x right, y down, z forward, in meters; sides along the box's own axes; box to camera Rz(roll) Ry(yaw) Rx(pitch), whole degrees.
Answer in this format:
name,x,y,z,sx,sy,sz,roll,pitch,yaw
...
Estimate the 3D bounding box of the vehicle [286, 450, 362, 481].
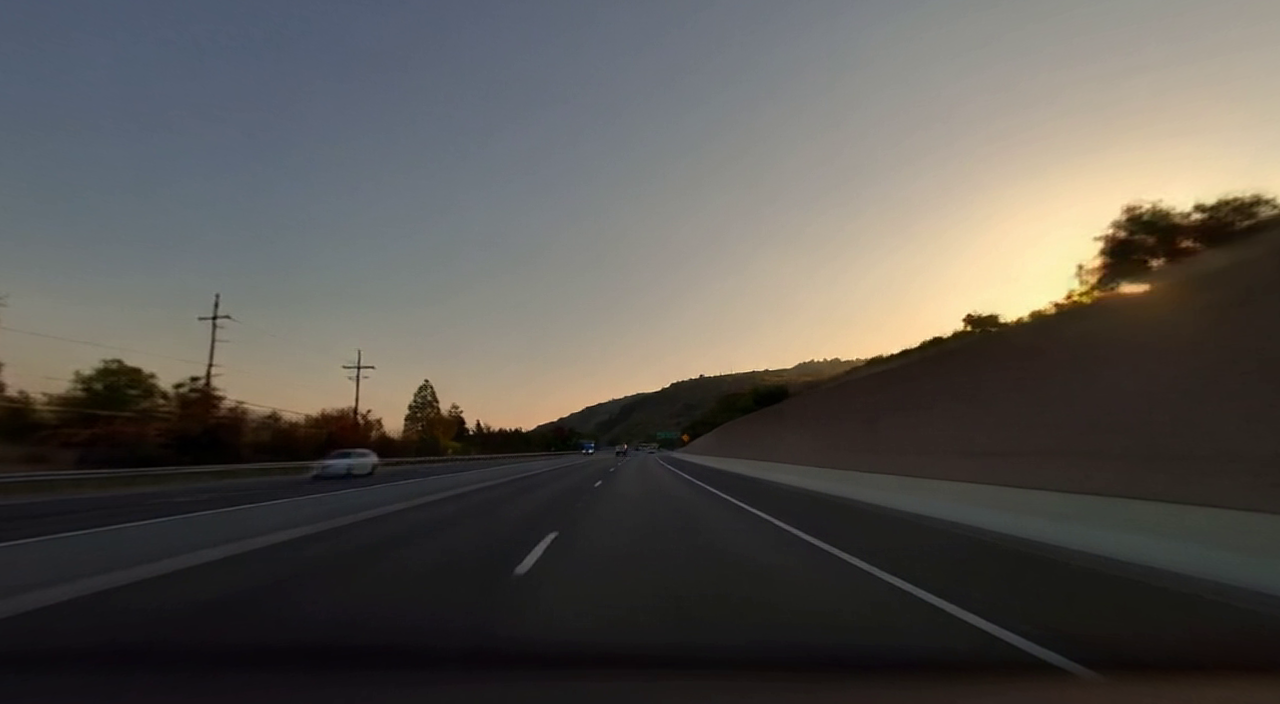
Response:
name,x,y,z,sx,sy,sz,roll,pitch,yaw
vehicle,-16.367,5.875,32.791,1.798,1.462,4.067,0,-9,0
